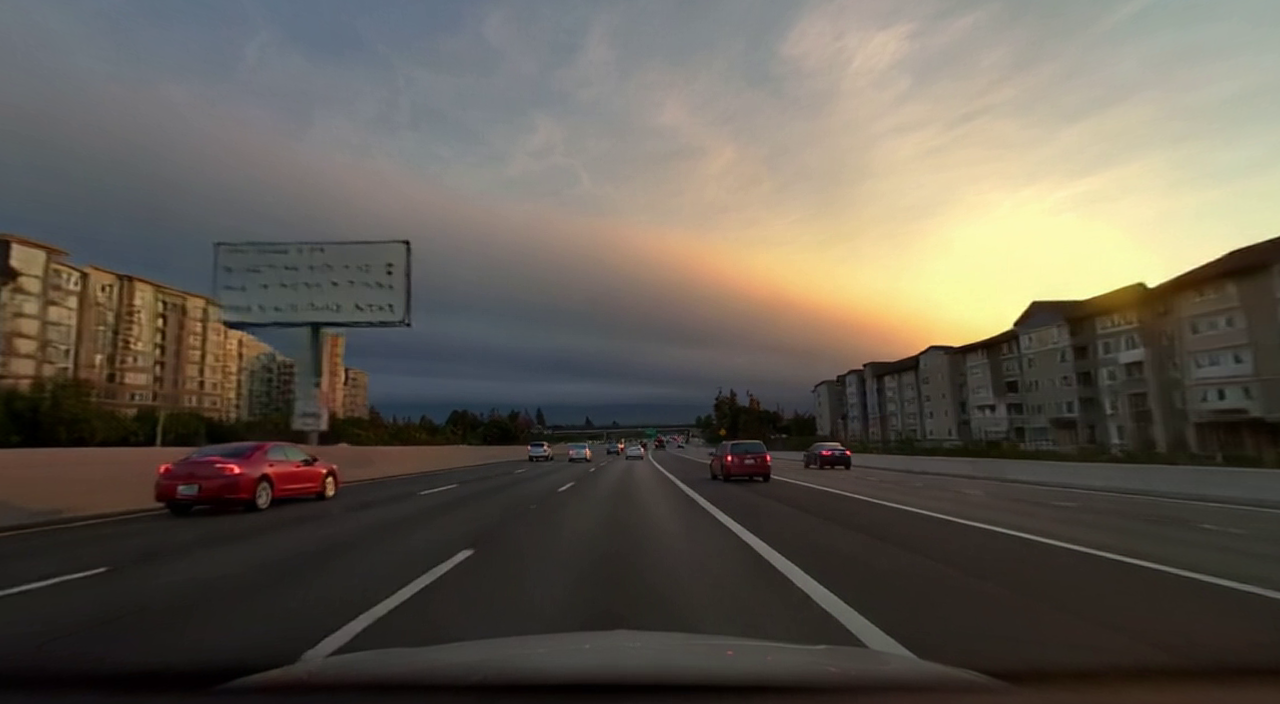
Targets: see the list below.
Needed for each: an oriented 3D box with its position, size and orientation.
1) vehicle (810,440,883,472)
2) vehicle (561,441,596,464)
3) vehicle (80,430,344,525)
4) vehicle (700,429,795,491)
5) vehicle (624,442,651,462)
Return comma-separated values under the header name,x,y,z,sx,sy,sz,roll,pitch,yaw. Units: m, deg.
name,x,y,z,sx,sy,sz,roll,pitch,yaw
vehicle,10.204,5.179,31.587,2.061,1.459,4.273,0,-9,-3
vehicle,-4.216,6.975,43.988,2.002,1.466,4.378,0,-9,0
vehicle,-7.896,2.343,12.371,2.021,1.496,4.495,0,-9,0
vehicle,3.187,3.326,19.707,2.080,1.694,4.286,0,-9,-2
vehicle,-0.231,7.726,48.940,1.992,1.431,4.055,0,-9,-1
